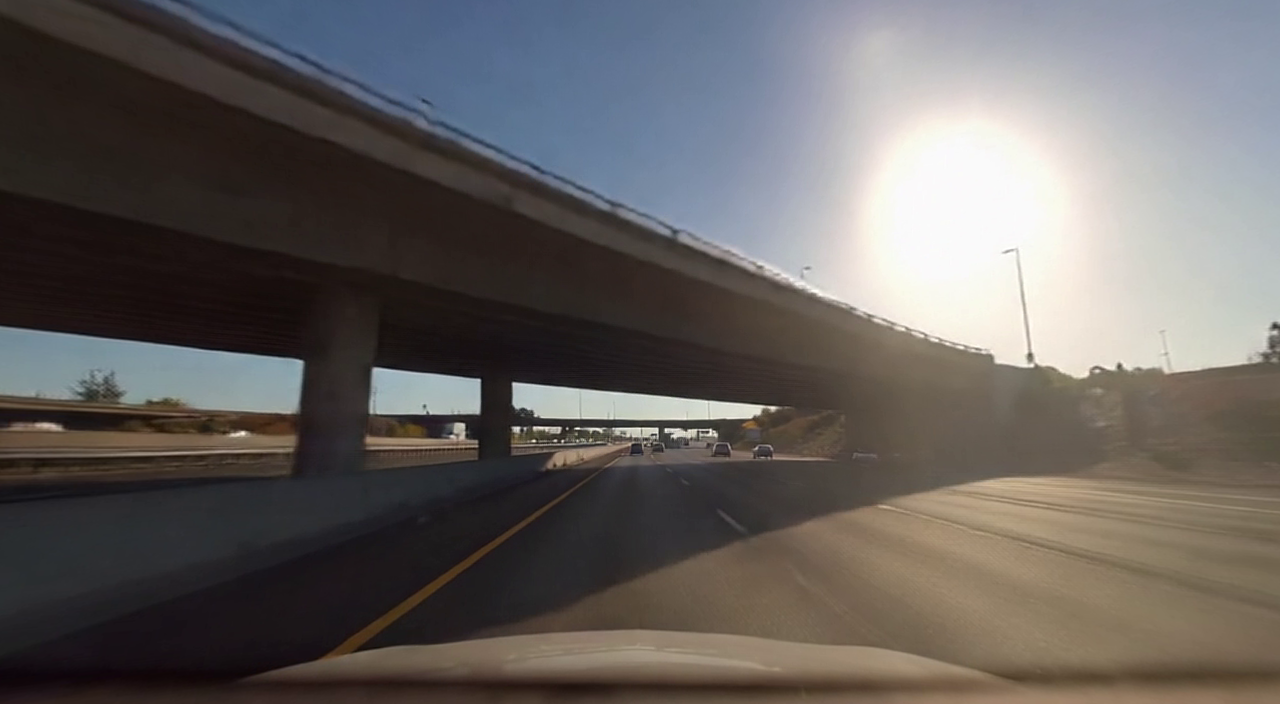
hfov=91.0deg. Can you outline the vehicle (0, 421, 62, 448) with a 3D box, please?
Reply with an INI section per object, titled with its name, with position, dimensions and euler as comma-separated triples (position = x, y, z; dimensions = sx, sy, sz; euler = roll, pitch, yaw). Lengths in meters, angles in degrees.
[vehicle]
position = -37.469, 4.955, 37.608
dimensions = 1.850, 1.517, 4.306
euler = 0, -8, -1
